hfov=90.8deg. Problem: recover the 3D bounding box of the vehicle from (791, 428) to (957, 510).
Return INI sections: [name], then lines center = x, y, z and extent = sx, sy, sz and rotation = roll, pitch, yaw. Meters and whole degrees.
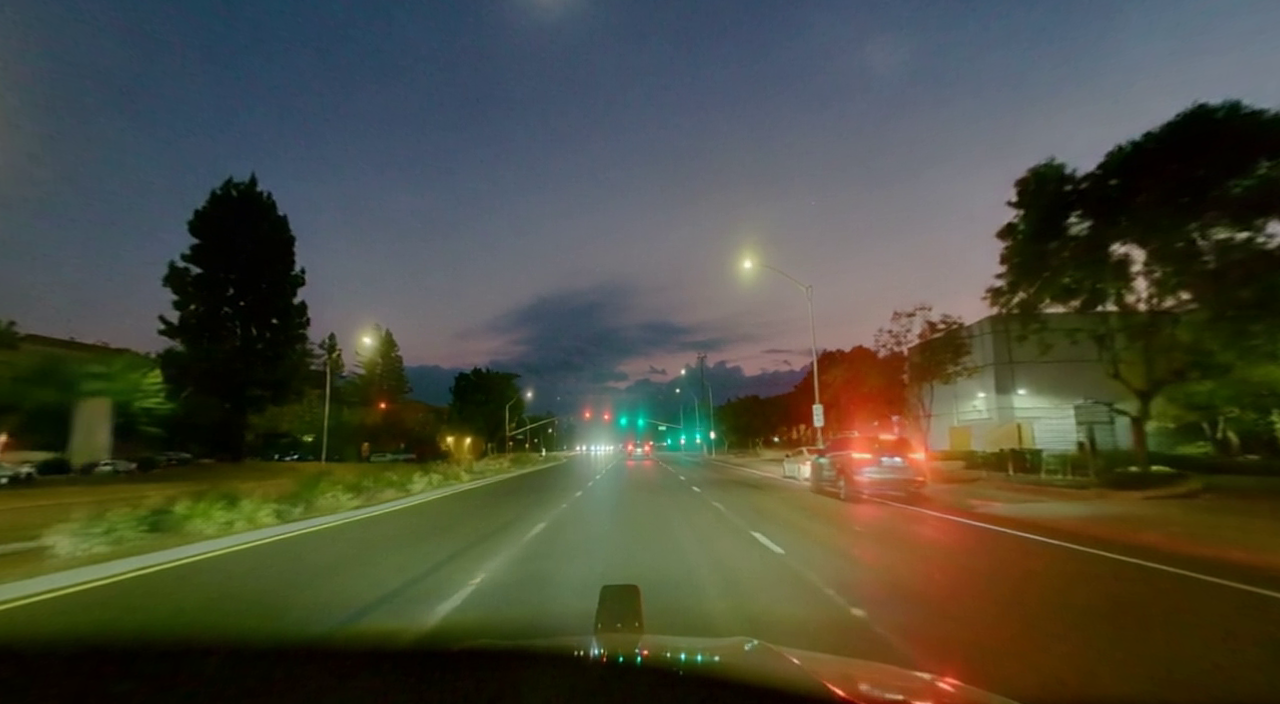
[vehicle]
center = 5.867, 2.991, 16.720
extent = 2.295, 1.804, 4.971
rotation = 0, -8, -2
